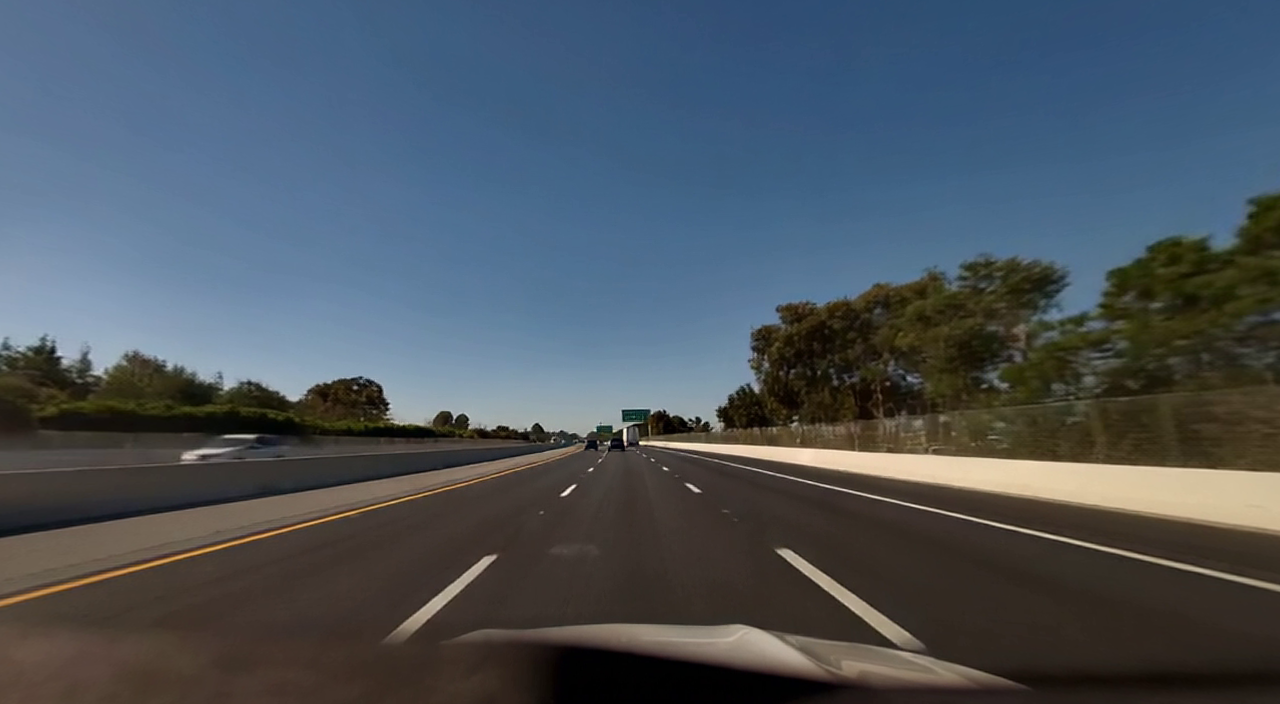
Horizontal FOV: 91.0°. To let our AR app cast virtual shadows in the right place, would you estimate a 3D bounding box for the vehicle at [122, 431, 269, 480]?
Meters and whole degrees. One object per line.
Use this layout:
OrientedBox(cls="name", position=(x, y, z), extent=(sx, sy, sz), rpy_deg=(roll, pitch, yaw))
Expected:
OrientedBox(cls="vehicle", position=(-15.907, 3.715, 22.924), extent=(1.923, 1.544, 4.791), rpy_deg=(0, -8, -1))
